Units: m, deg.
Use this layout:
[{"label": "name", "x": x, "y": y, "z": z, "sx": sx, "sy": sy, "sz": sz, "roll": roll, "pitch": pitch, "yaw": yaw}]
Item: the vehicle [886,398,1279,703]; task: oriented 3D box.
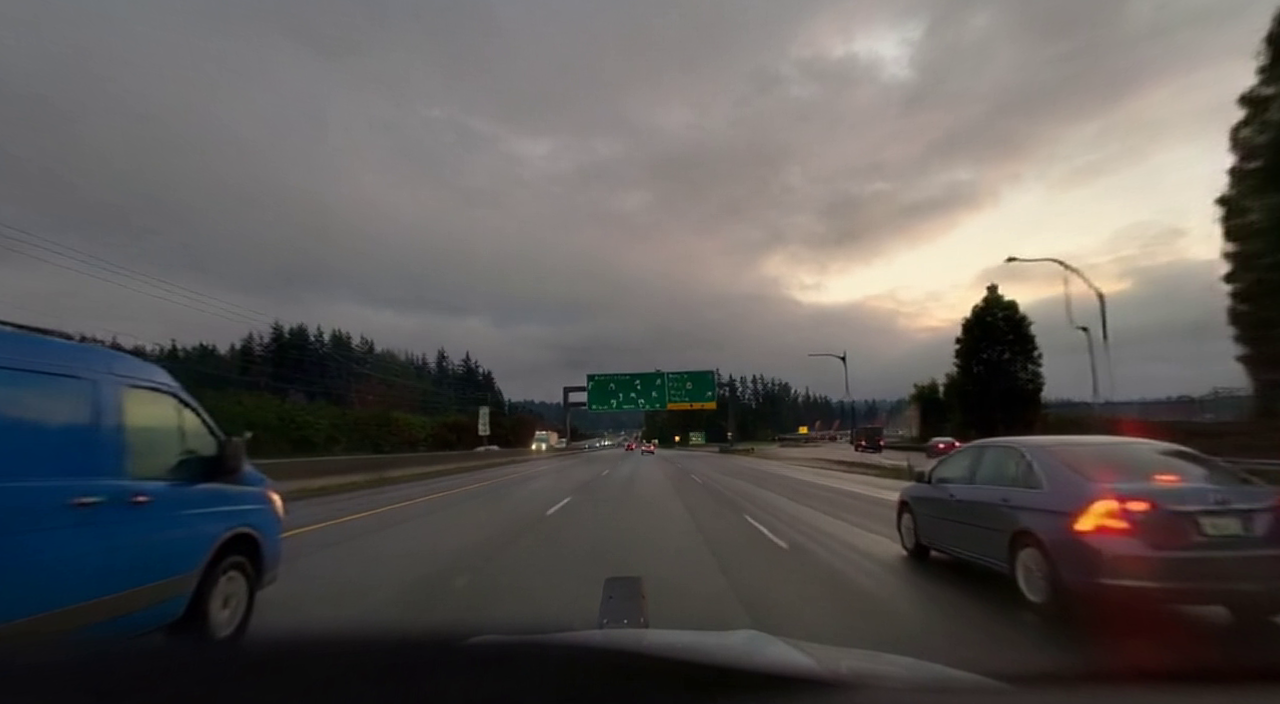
[{"label": "vehicle", "x": 3.761, "y": 1.319, "z": 5.152, "sx": 1.909, "sy": 1.599, "sz": 3.943, "roll": 0, "pitch": -8, "yaw": 1}]

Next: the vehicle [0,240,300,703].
[{"label": "vehicle", "x": -3.492, "y": 0.552, "z": 1.880, "sx": 2.281, "sy": 2.025, "sz": 4.586, "roll": 0, "pitch": -8, "yaw": 1}]
